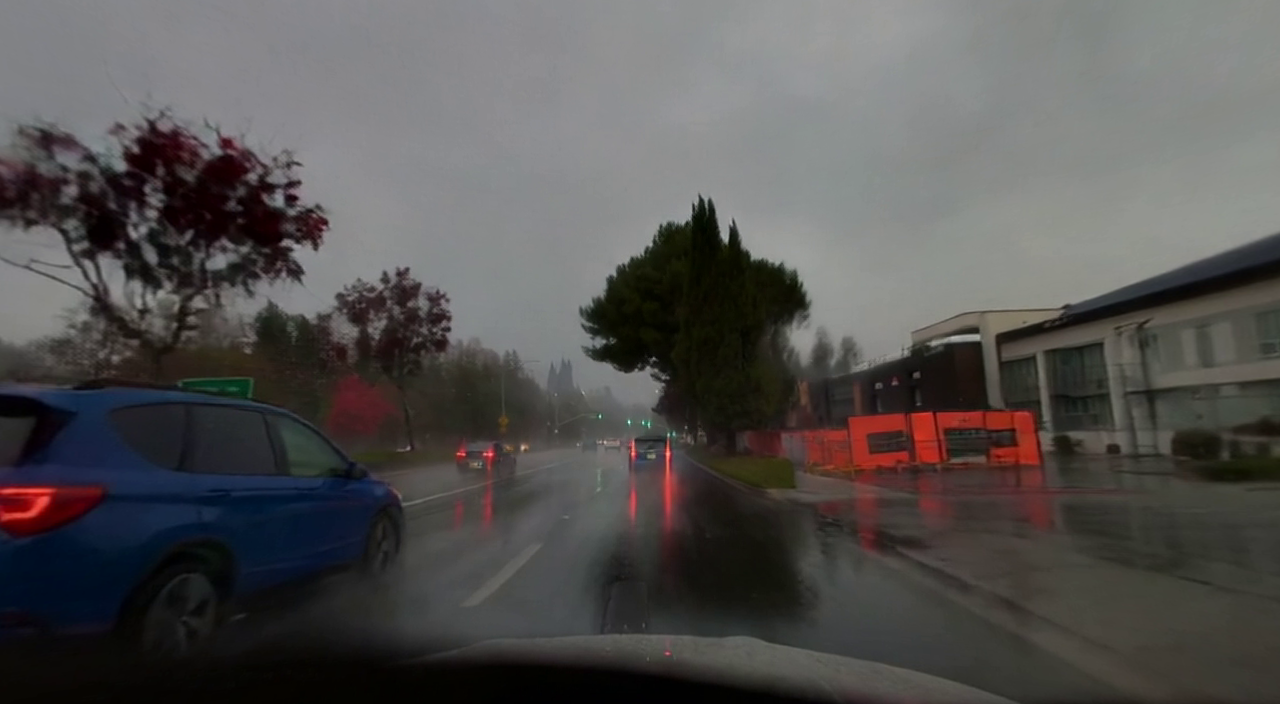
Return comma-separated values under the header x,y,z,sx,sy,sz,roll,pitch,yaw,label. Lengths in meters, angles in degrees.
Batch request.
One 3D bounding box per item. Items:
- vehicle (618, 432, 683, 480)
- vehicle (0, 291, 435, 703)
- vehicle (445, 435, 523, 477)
x,y,z,sx,sy,sz,roll,pitch,yaw,label
0.376,3.918,23.985,2.227,1.654,4.091,0,-8,0,vehicle
-3.422,1.007,4.459,2.157,1.824,4.986,0,-8,1,vehicle
-6.060,4.095,25.033,1.877,1.479,4.430,0,-8,2,vehicle
